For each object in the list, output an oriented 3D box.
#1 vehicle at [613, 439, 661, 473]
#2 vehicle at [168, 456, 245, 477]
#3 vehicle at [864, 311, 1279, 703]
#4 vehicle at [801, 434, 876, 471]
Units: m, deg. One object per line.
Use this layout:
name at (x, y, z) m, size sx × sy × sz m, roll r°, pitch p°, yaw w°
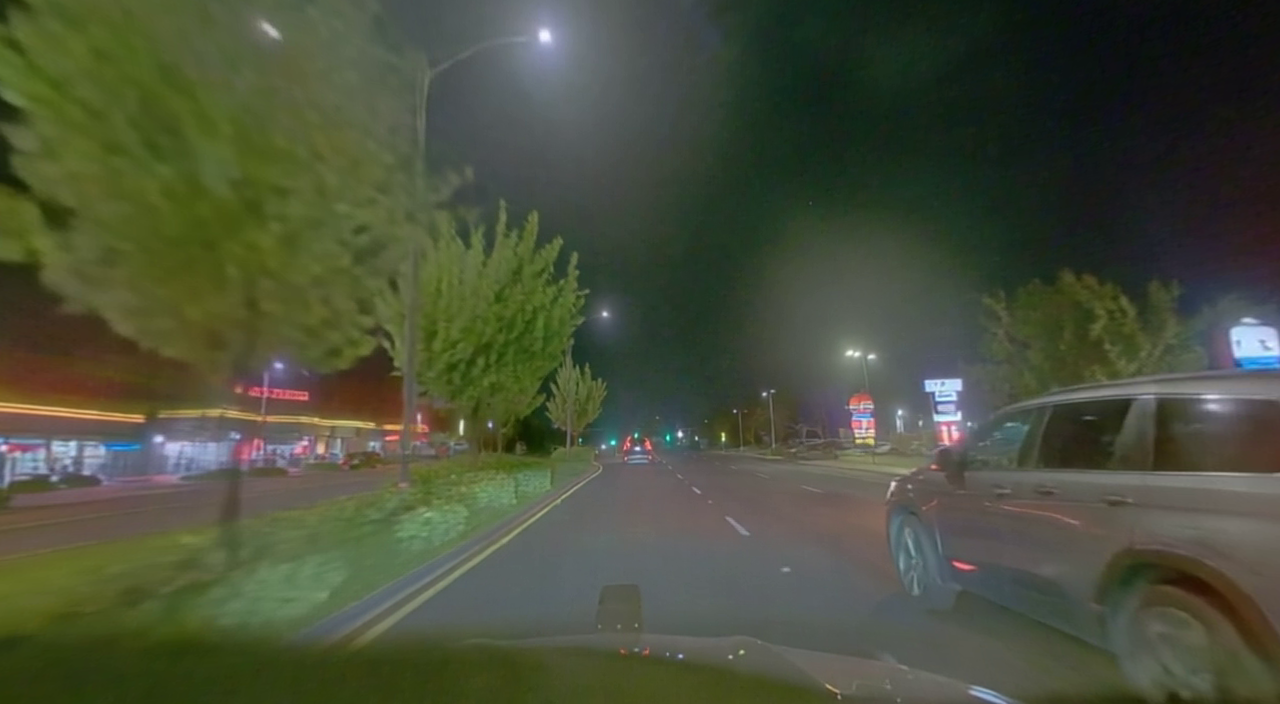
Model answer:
vehicle at (-0.168, 4.898, 29.971) m, size 2.126 × 1.475 × 3.967 m, roll 0°, pitch -8°, yaw -1°
vehicle at (-33.230, 8.746, 48.485) m, size 4.741 × 1.442 × 1.957 m, roll 6°, pitch -10°, yaw -36°
vehicle at (3.206, 0.937, 3.672) m, size 2.110 × 1.698 × 4.397 m, roll 0°, pitch -8°, yaw -1°
vehicle at (10.066, 5.128, 32.466) m, size 2.079 × 1.716 × 4.771 m, roll 0°, pitch -8°, yaw -2°
